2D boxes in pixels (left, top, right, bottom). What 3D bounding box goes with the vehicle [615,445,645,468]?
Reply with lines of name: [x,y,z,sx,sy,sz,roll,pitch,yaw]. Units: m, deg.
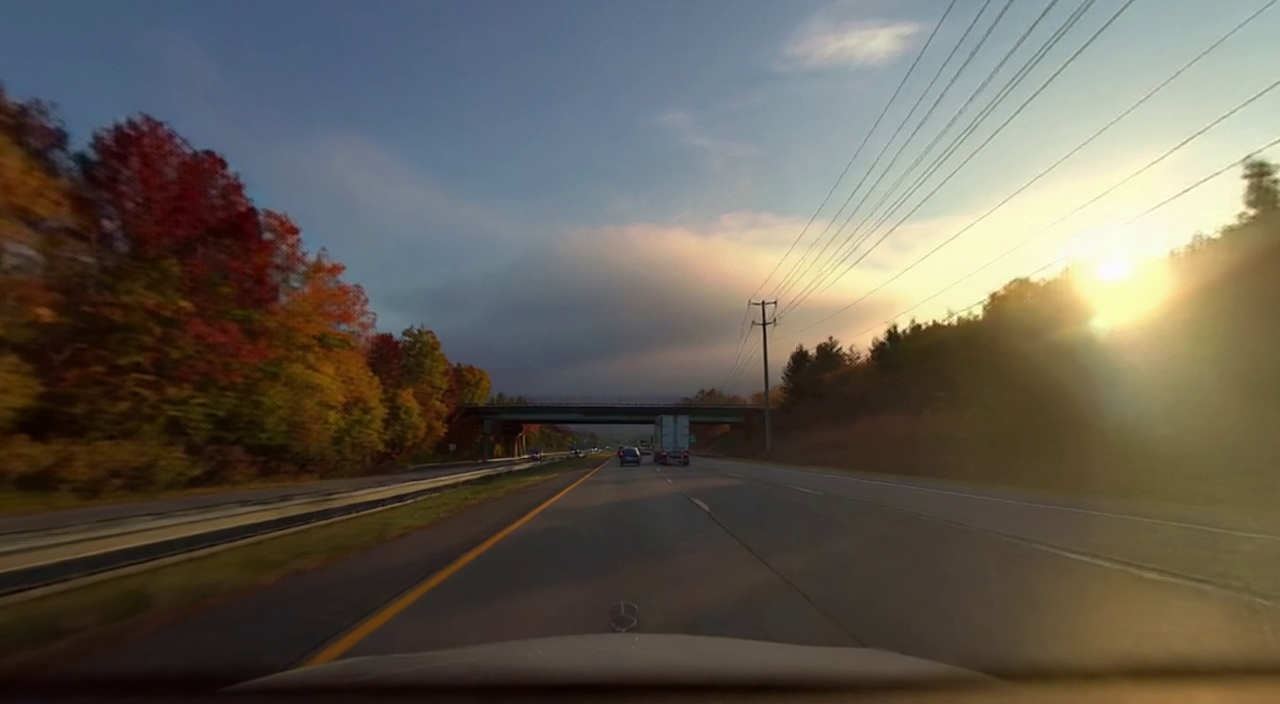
vehicle: [-0.726,7.246,43.503,1.961,1.454,3.755,0,-9,-2]
